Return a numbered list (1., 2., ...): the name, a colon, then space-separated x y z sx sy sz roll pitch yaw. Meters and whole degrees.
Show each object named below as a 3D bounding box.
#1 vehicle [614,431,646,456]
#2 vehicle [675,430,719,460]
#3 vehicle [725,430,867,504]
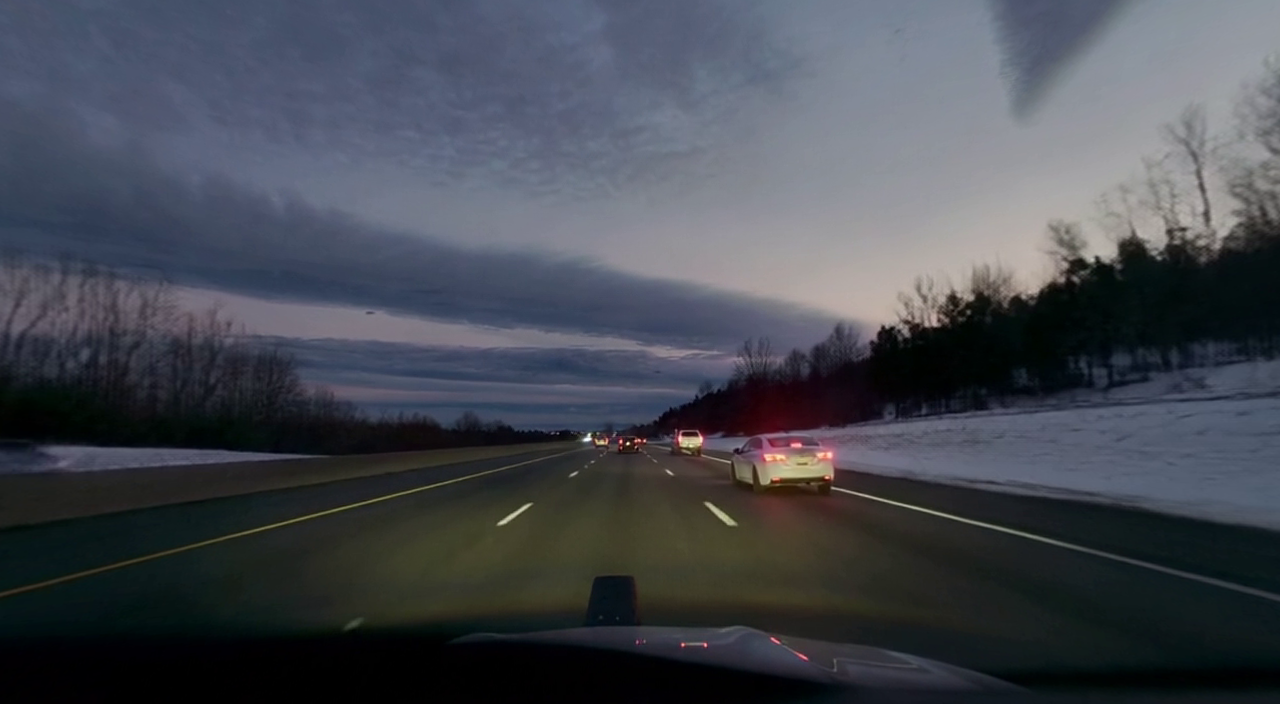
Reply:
1. vehicle: -0.764 6.694 46.141 2.182 1.680 4.253 0 -8 -2
2. vehicle: 3.344 5.557 37.629 2.098 1.677 4.275 0 -8 -2
3. vehicle: 3.496 2.652 15.159 2.056 1.479 4.660 0 -8 -2
